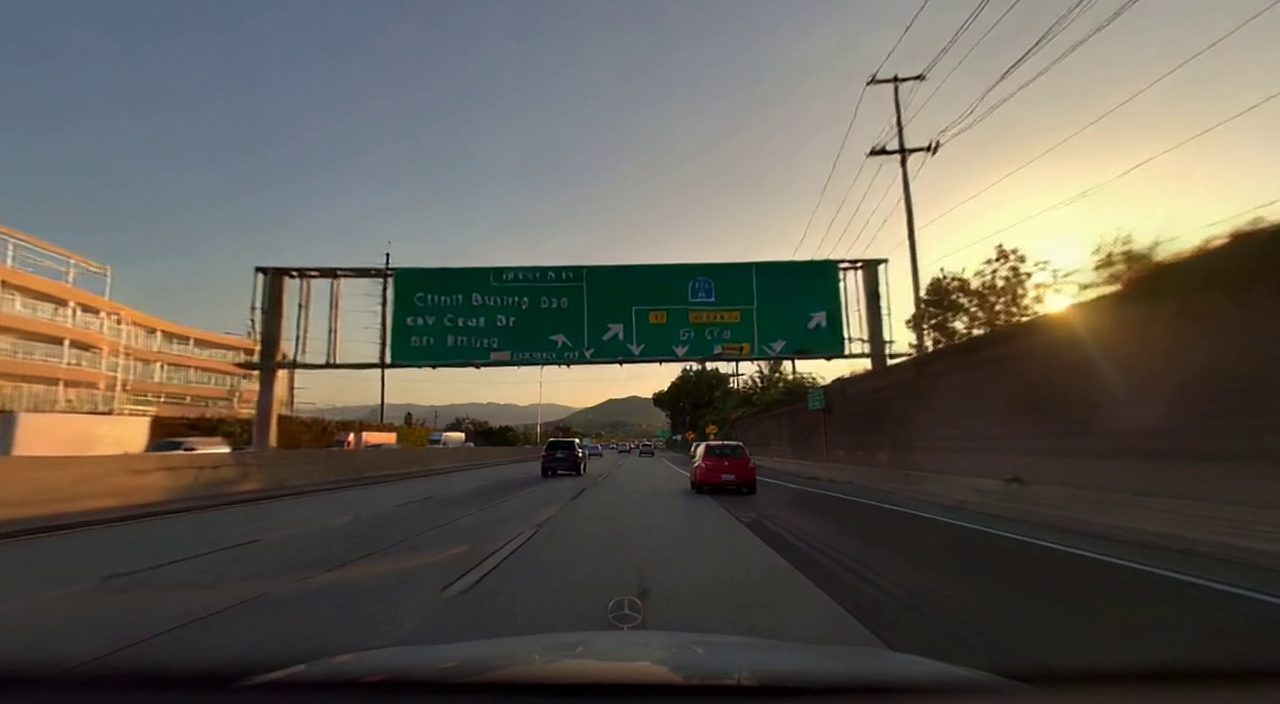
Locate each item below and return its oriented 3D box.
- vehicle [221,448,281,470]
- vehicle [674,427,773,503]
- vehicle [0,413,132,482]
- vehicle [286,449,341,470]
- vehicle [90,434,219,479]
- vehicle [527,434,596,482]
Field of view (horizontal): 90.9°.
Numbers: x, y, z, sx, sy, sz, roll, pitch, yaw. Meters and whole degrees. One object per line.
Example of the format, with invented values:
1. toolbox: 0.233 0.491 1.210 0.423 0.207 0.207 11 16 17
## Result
1. vehicle: -29.346 8.059 47.772 1.762 1.498 4.459 -1 -8 -1
2. vehicle: 2.024 2.905 16.599 2.134 1.733 4.049 0 -8 1
3. vehicle: -32.608 4.990 32.943 2.955 3.302 11.152 0 -8 -1
4. vehicle: -24.707 8.104 47.878 2.060 1.474 3.952 0 -8 -2
5. vehicle: -22.908 4.941 30.066 2.258 1.959 4.897 0 -8 -1
6. vehicle: -3.088 4.256 25.707 2.125 1.764 4.393 0 -8 1
